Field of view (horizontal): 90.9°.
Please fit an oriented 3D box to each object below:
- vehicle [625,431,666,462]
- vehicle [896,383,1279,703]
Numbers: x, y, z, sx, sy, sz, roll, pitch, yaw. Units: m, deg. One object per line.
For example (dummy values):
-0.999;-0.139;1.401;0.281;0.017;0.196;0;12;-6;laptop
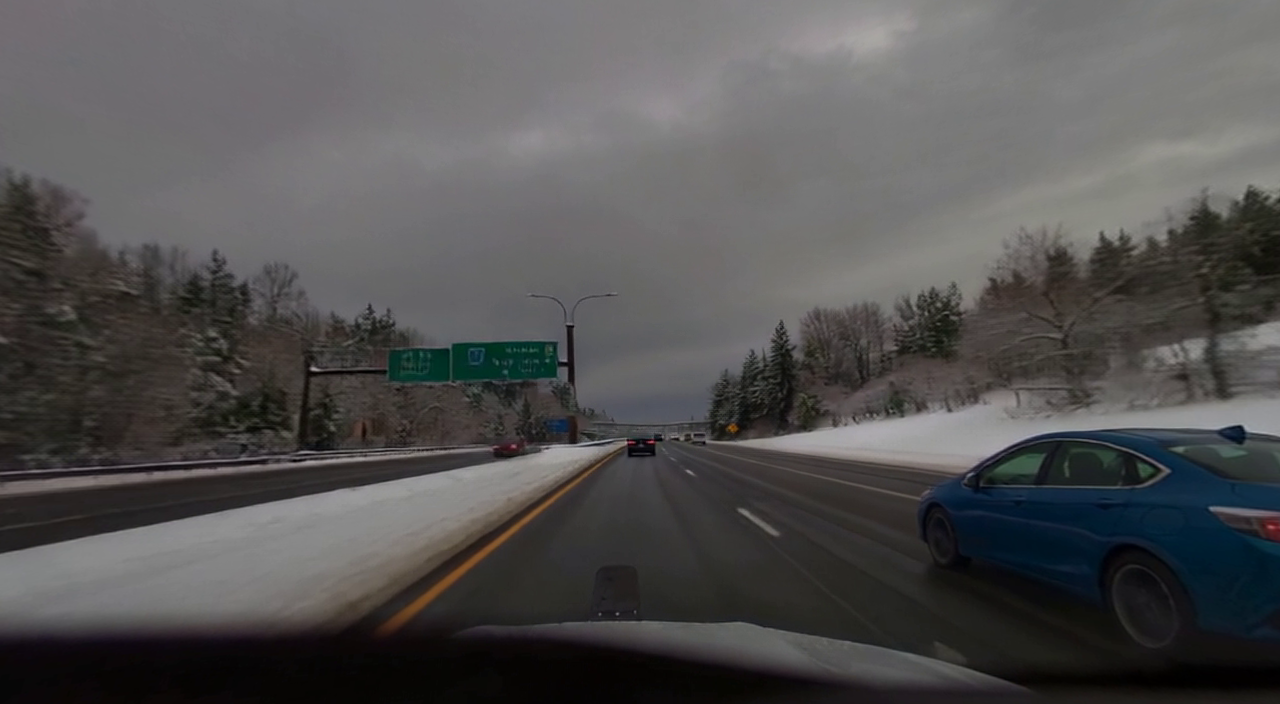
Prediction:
0.238;5.042;33.744;2.046;1.526;3.903;0;-8;-1;vehicle
3.745;1.093;4.321;1.981;1.467;4.459;0;-8;-2;vehicle
